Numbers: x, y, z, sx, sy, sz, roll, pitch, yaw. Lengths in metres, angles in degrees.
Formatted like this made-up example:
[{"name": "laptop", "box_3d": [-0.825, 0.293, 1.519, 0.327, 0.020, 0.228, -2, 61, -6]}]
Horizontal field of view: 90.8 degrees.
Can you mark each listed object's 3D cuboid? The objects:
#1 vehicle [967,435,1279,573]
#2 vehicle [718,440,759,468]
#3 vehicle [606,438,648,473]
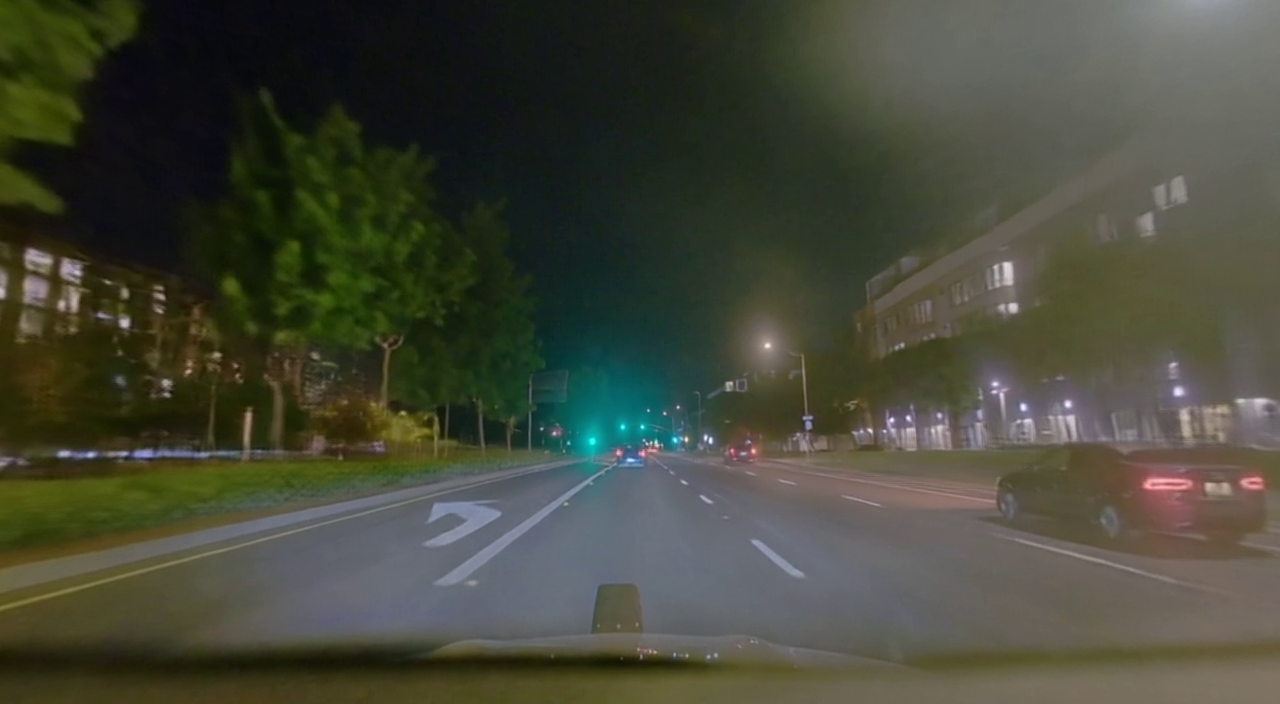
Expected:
[{"name": "vehicle", "box_3d": [6.966, 1.970, 9.062, 2.139, 1.471, 4.393, 0, -8, 0]}, {"name": "vehicle", "box_3d": [6.771, 7.058, 43.843, 2.026, 1.804, 4.565, 0, -8, -1]}, {"name": "vehicle", "box_3d": [-0.648, 5.650, 34.618, 2.193, 1.794, 4.457, 0, -8, 0]}]
